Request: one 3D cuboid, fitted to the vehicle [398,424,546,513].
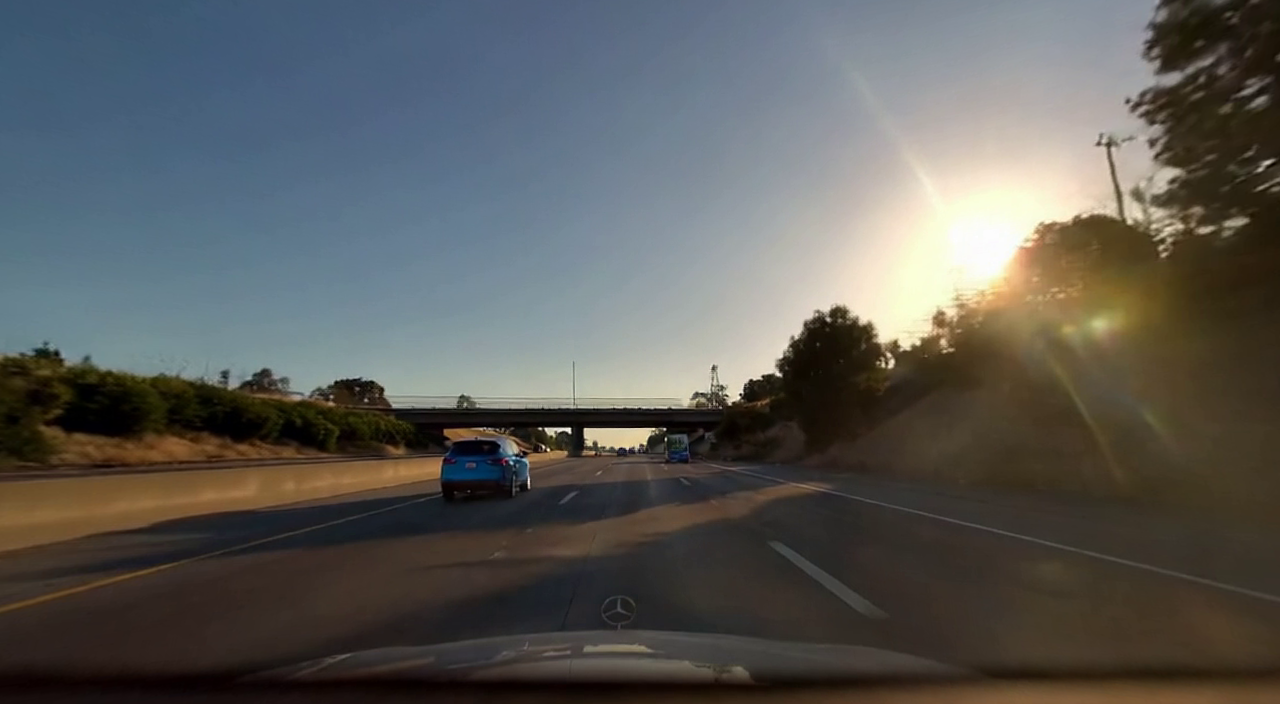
[{"bbox_3d":[-3.821,2.770,15.517,2.205,1.773,5.124,0,-9,0],"label":"vehicle"}]
